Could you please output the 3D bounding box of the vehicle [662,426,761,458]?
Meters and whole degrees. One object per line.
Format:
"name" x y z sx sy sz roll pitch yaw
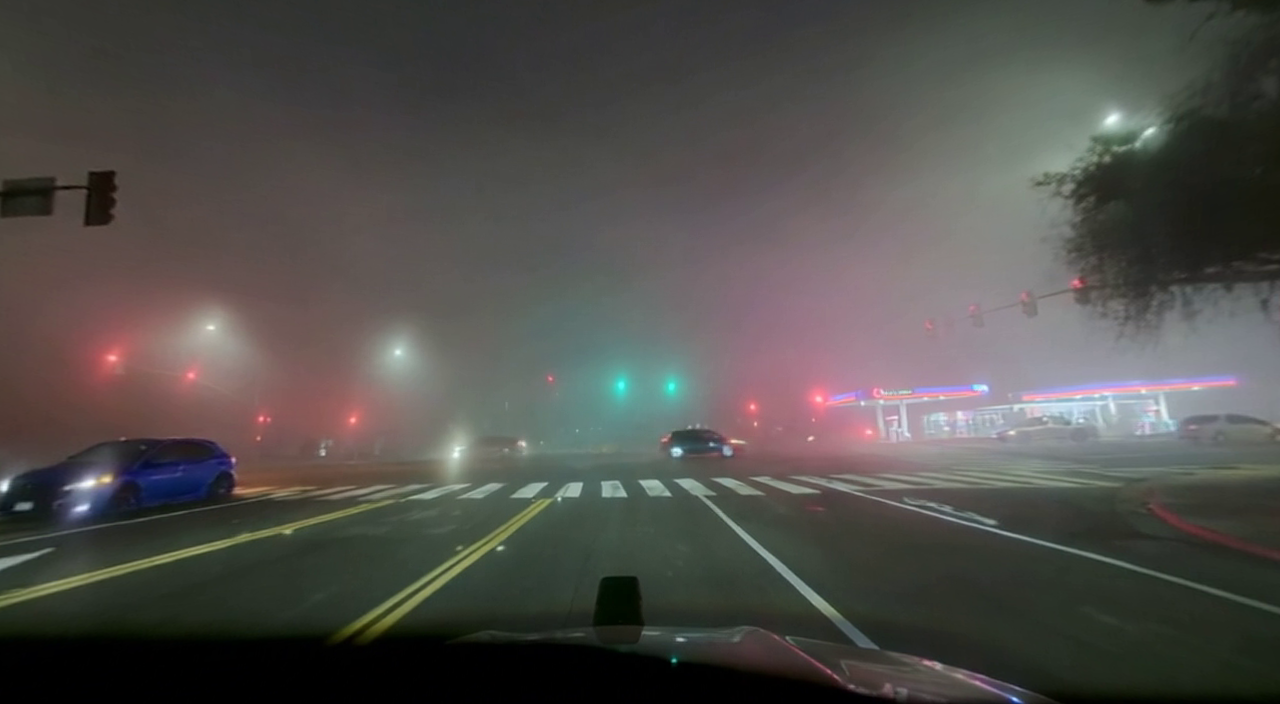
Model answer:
"vehicle" 3.581 4.595 31.983 4.775 1.466 1.850 -2 -8 4

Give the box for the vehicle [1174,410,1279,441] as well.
"vehicle" 28.784 3.551 30.104 4.647 1.428 1.825 -1 -8 4

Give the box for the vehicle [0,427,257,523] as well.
"vehicle" -9.858 2.238 12.116 1.899 1.460 4.880 0 -8 0

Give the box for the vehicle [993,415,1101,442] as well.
"vehicle" 22.879 4.332 35.512 4.696 1.483 1.898 -1 -8 2

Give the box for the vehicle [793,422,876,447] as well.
"vehicle" 15.020 6.419 48.899 5.789 1.893 2.169 -1 -8 4
